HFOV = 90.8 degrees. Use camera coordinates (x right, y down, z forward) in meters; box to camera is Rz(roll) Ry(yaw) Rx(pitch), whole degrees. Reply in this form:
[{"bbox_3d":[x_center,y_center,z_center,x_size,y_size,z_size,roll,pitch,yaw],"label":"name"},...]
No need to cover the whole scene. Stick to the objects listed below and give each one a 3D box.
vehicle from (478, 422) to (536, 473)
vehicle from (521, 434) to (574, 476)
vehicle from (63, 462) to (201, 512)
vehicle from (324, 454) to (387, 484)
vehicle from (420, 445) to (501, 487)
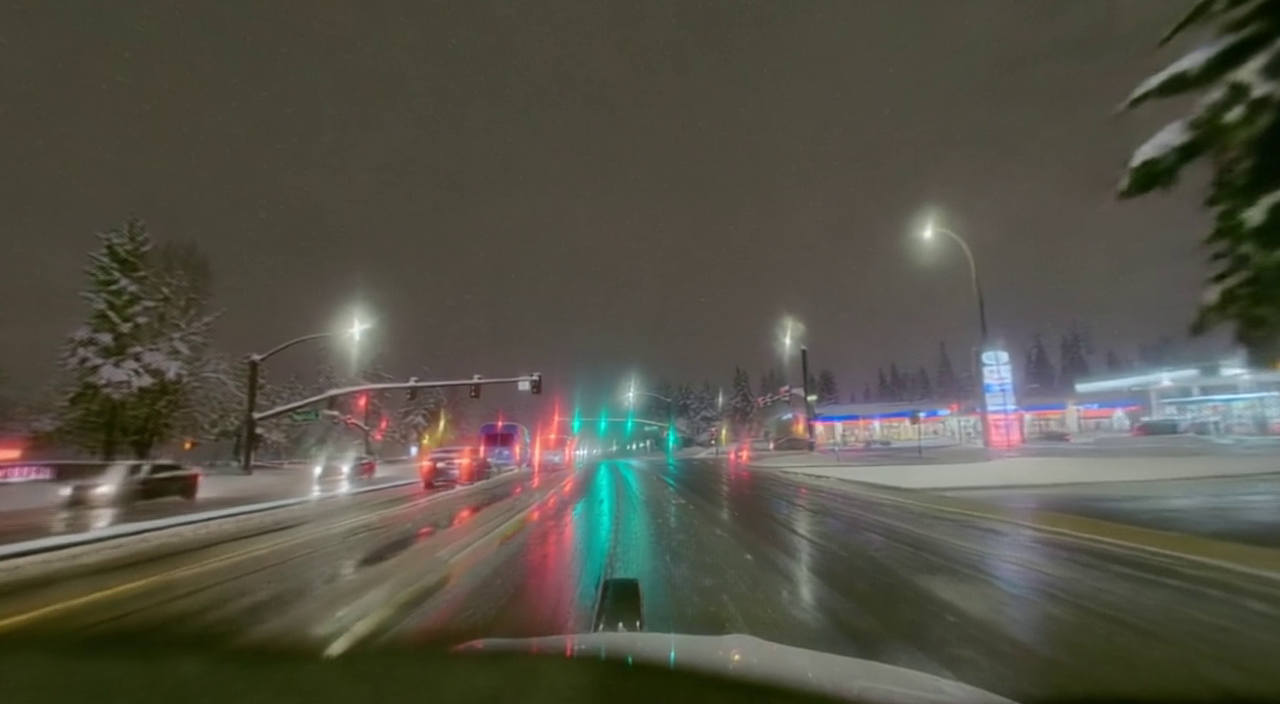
[{"bbox_3d":[-7.649,5.579,36.942,2.405,2.696,5.561,0,-9,-3],"label":"vehicle"},{"bbox_3d":[-4.734,5.390,33.279,2.206,2.007,5.190,0,-9,-2],"label":"vehicle"},{"bbox_3d":[-19.941,5.270,25.116,1.930,1.659,4.364,0,-9,-2],"label":"vehicle"},{"bbox_3d":[-17.042,6.985,38.045,2.045,1.621,4.220,0,-9,-4],"label":"vehicle"},{"bbox_3d":[-7.031,4.504,25.314,1.993,1.490,4.768,0,-9,-2],"label":"vehicle"}]
